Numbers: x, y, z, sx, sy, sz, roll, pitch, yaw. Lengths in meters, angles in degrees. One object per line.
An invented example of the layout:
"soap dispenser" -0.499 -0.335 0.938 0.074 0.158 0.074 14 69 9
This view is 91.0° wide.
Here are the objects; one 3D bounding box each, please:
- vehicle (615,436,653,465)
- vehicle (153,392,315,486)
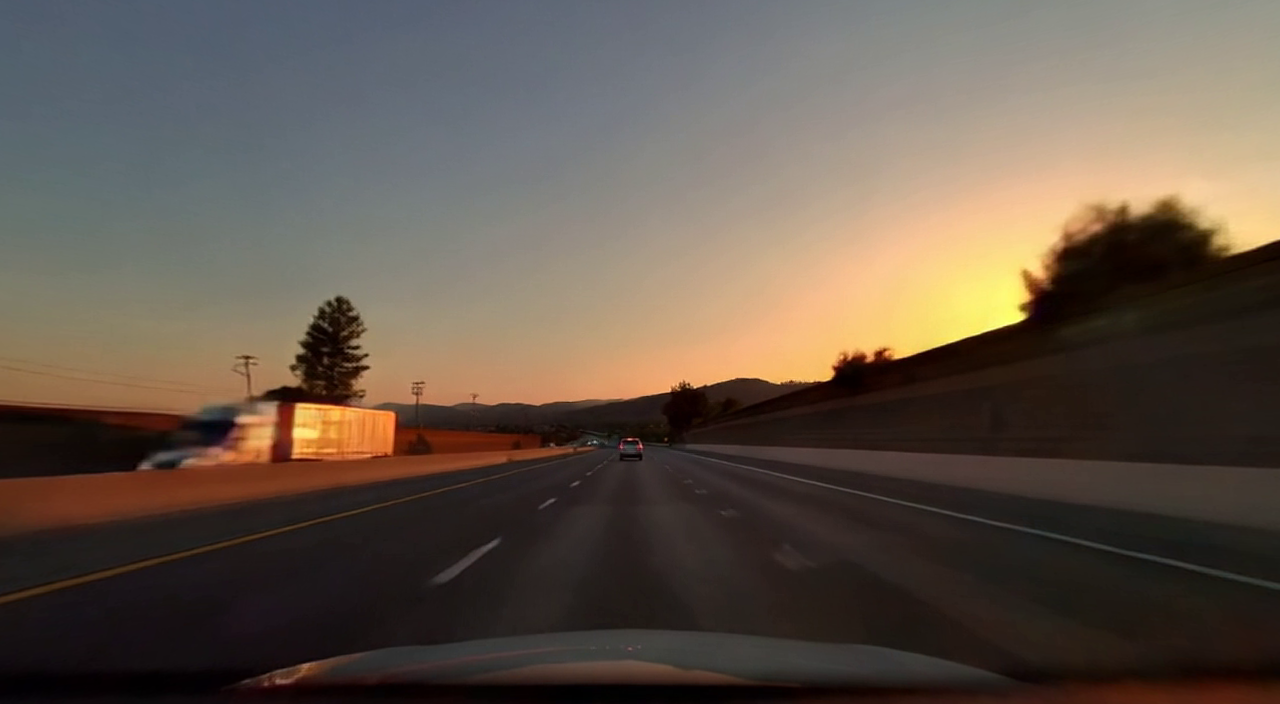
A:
"vehicle" -0.372 5.856 37.592 2.111 1.635 4.177 0 -8 -1
"vehicle" -18.597 4.085 29.531 2.875 3.862 6.867 0 -8 0
